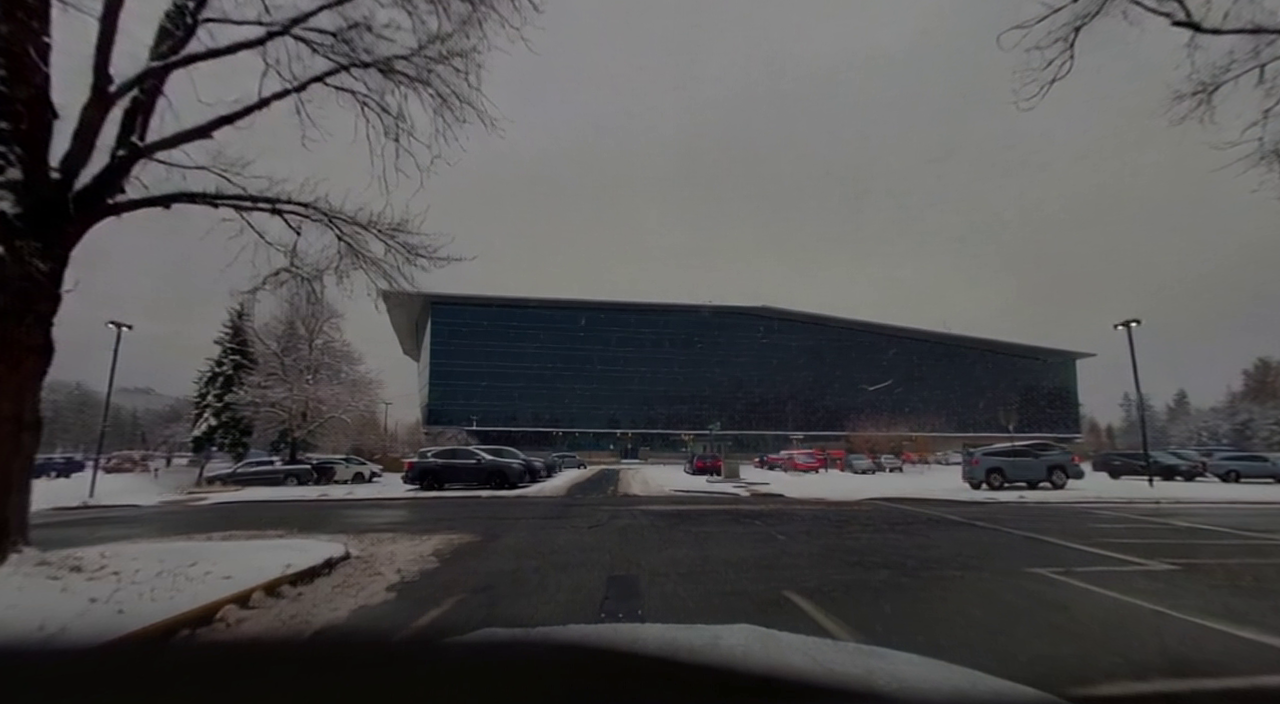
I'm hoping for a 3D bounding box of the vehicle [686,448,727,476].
[{"bbox_3d":[4.559,7.617,44.137,2.262,1.794,5.331,0,-8,0],"label":"vehicle"}]

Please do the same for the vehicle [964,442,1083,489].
[{"bbox_3d":[16.484,4.869,27.555,2.048,1.852,4.998,0,-8,0],"label":"vehicle"}]

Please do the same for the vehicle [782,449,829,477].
[{"bbox_3d":[10.529,7.097,40.609,1.936,1.673,4.305,0,-8,1],"label":"vehicle"}]

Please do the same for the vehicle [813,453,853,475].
[{"bbox_3d":[14.172,8.200,46.521,1.935,1.477,3.719,0,-8,4],"label":"vehicle"}]

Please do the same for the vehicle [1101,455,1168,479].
[{"bbox_3d":[31.221,7.262,39.991,1.519,1.371,3.278,0,-8,-1],"label":"vehicle"}]

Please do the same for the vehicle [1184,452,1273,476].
[{"bbox_3d":[36.976,7.049,39.843,1.678,1.423,4.191,0,-9,2],"label":"vehicle"}]

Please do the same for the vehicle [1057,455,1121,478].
[{"bbox_3d":[28.286,7.242,39.927,1.495,1.371,3.336,0,-10,-2],"label":"vehicle"}]

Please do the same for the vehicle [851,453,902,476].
[{"bbox_3d":[17.077,8.121,45.837,1.971,1.478,4.477,0,-8,1],"label":"vehicle"}]

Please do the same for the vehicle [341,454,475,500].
[{"bbox_3d":[-8.706,4.643,23.808,4.442,1.504,1.809,5,-10,-28],"label":"vehicle"}]

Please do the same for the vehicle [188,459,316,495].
[{"bbox_3d":[-16.661,5.368,27.271,4.331,1.437,1.876,0,-8,3],"label":"vehicle"}]
